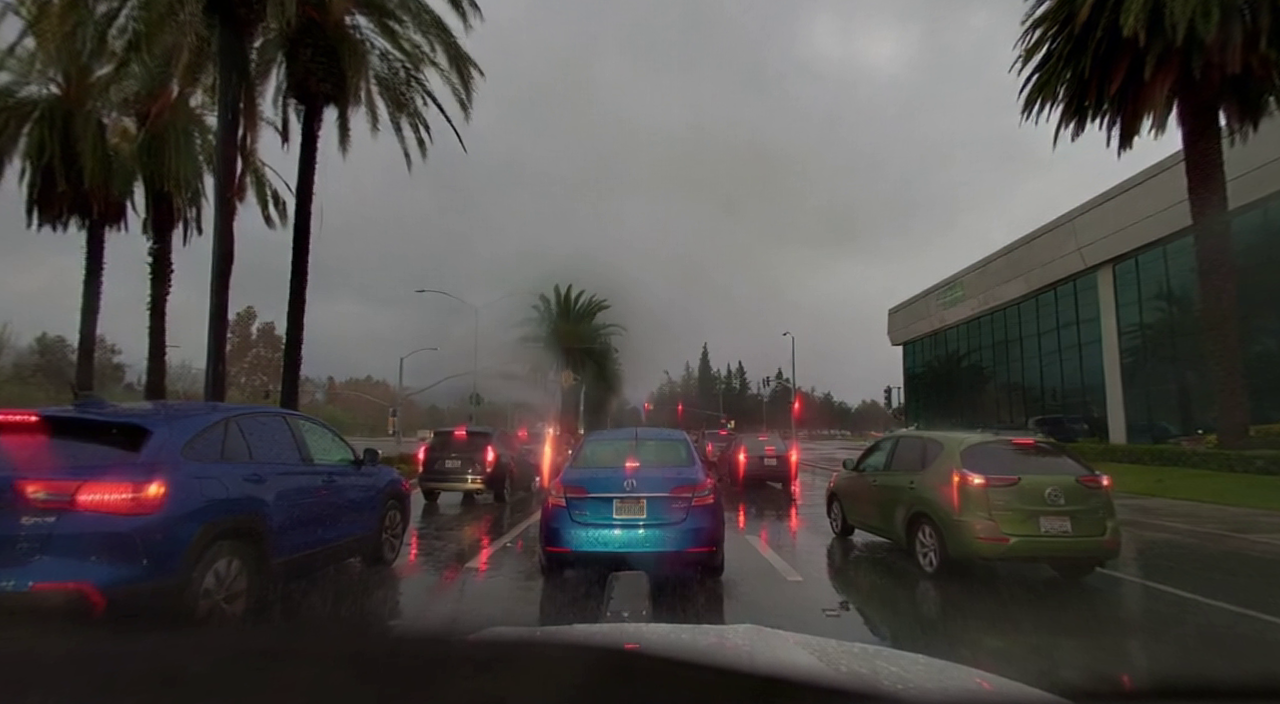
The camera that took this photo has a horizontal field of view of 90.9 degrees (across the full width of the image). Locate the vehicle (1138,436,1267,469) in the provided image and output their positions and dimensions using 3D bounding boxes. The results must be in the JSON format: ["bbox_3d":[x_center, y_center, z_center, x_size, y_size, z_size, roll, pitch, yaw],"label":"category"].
[{"bbox_3d":[25.454,4.539,28.637,4.014,1.417,1.777,-1,-8,5],"label":"vehicle"}]

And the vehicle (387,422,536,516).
[{"bbox_3d":[-3.472,2.347,13.067,1.917,1.631,3.768,0,-8,1],"label":"vehicle"}]

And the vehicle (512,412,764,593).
[{"bbox_3d":[-0.057,1.653,7.808,2.219,1.586,4.321,0,-8,-1],"label":"vehicle"}]

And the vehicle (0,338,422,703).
[{"bbox_3d":[-3.541,1.133,5.079,2.014,1.775,4.404,0,-8,-1],"label":"vehicle"}]

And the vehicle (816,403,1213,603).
[{"bbox_3d":[3.836,1.617,7.673,2.064,1.696,4.431,0,-8,0],"label":"vehicle"}]
